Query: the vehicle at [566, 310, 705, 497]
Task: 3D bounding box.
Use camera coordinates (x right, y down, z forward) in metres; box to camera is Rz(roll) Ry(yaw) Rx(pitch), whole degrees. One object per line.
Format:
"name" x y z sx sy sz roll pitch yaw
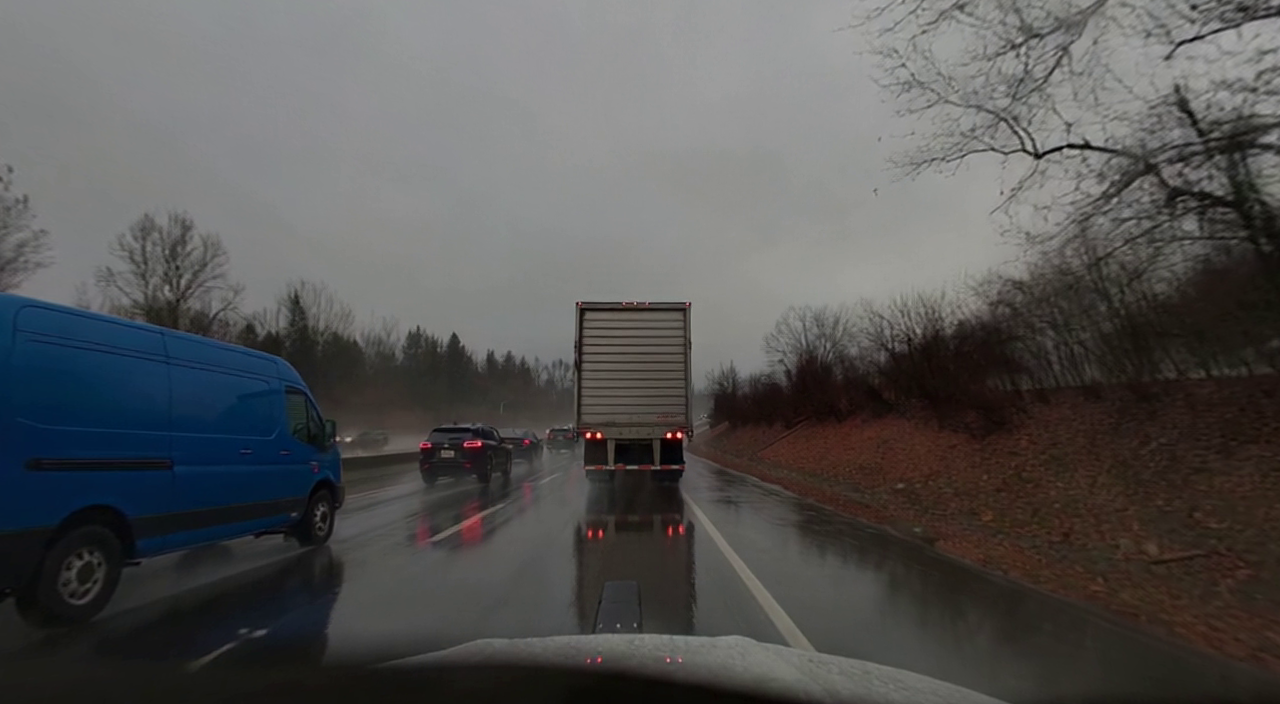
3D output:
"vehicle" -0.090 1.756 18.619 2.953 4.041 10.072 0 -8 0

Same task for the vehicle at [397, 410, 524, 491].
"vehicle" -4.896 2.778 18.043 2.168 1.985 4.952 0 -8 0

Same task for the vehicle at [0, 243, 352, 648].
"vehicle" -5.247 0.849 5.876 2.478 2.515 5.438 0 -8 0

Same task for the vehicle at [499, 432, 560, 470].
"vehicle" -4.859 4.392 28.277 1.931 1.539 4.441 0 -8 0
